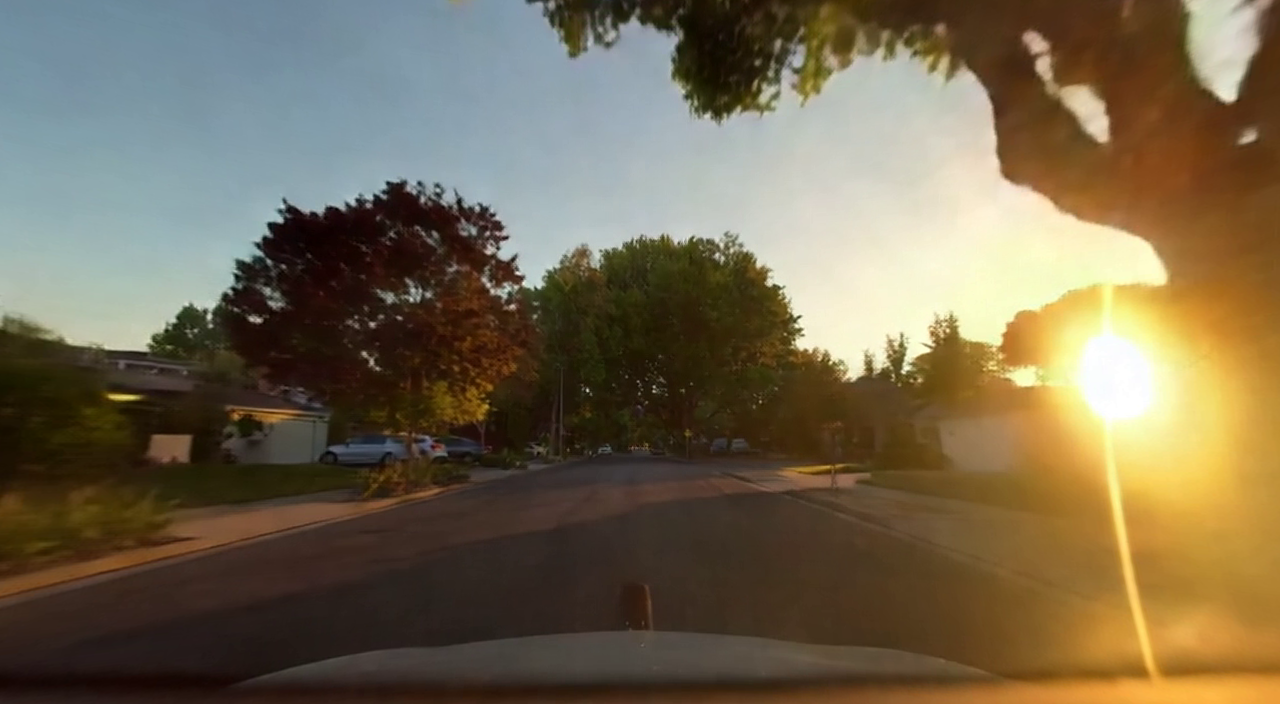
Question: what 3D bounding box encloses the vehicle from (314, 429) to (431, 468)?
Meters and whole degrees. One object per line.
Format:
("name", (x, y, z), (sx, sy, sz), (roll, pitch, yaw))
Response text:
("vehicle", (-13.406, 4.873, 31.831), (4.796, 1.864, 2.328), (-1, -9, 2))
